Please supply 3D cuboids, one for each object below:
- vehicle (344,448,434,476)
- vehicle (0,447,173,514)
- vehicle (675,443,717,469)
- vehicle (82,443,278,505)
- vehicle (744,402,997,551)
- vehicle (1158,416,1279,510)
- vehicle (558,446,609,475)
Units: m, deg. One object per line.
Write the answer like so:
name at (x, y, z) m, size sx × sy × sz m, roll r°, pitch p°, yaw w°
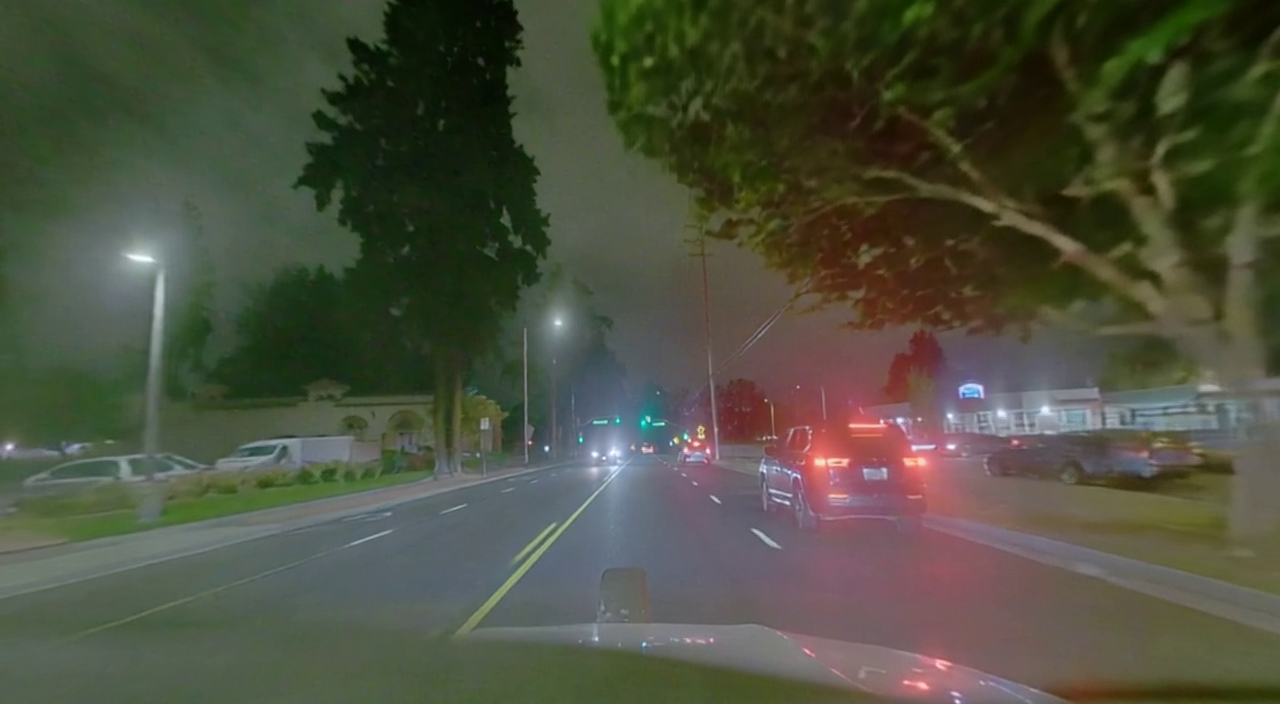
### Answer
vehicle at (-14.352, 6.269, 36.189) m, size 4.318 × 1.483 × 1.994 m, roll 7°, pitch -11°, yaw -41°
vehicle at (-15.078, 3.395, 16.831) m, size 3.993 × 1.566 × 2.114 m, roll 5°, pitch -12°, yaw -33°
vehicle at (3.406, 6.394, 38.975) m, size 2.072 × 1.471 × 4.834 m, roll 0°, pitch -9°, yaw -1°
vehicle at (-14.834, 3.867, 20.513) m, size 4.835 × 1.766 × 2.076 m, roll 7°, pitch -11°, yaw -41°
vehicle at (3.331, 1.950, 10.573) m, size 2.251 × 1.861 × 5.144 m, roll 0°, pitch -9°, yaw 0°
vehicle at (12.165, 1.978, 11.465) m, size 3.671 × 1.529 × 2.056 m, roll 0°, pitch -9°, yaw -3°
vehicle at (-2.901, 5.679, 33.276) m, size 2.133 × 1.439 × 4.280 m, roll -1°, pitch -9°, yaw 3°
